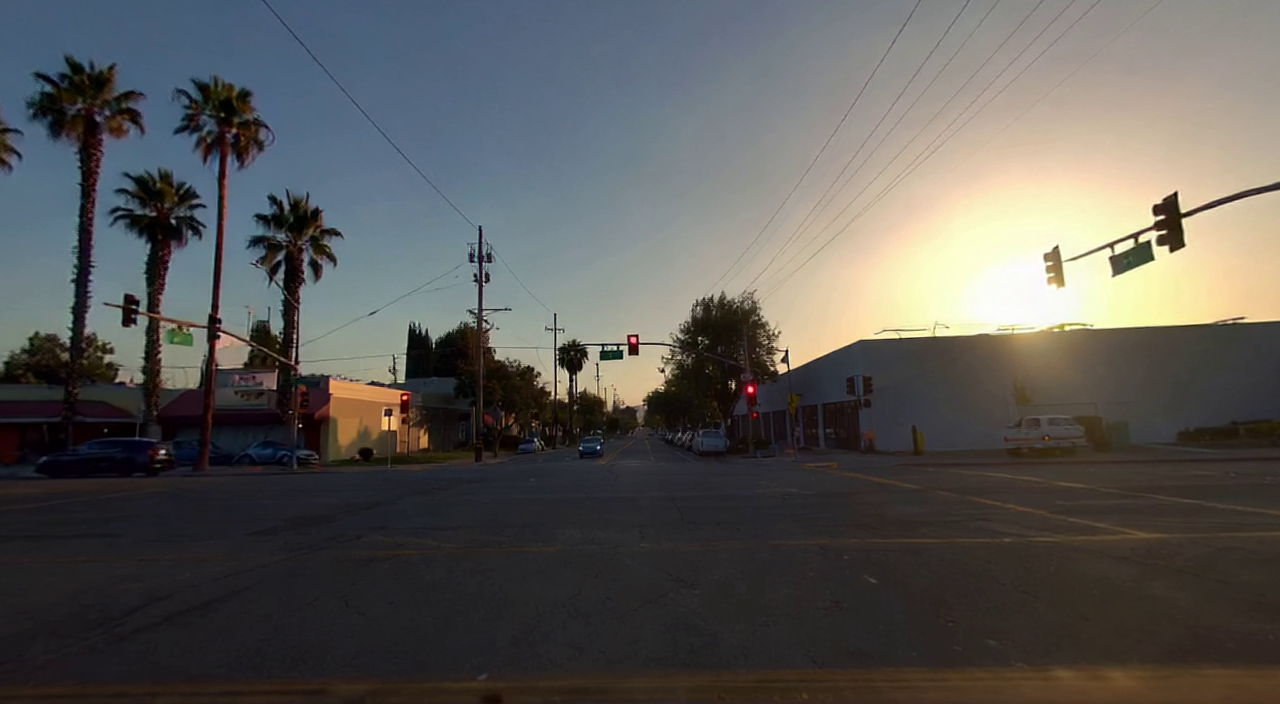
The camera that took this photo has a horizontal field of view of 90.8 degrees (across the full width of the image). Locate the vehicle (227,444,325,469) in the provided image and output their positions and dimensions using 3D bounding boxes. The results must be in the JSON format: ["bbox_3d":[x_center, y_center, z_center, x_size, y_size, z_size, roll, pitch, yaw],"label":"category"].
[{"bbox_3d":[-22.303,6.421,38.826,4.849,1.444,1.881,0,-8,1],"label":"vehicle"}]

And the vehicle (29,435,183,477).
[{"bbox_3d":[-24.153,4.717,28.762,4.837,1.819,2.041,1,-9,-9],"label":"vehicle"}]

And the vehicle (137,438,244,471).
[{"bbox_3d":[-25.869,5.918,36.473,4.613,1.820,2.021,-1,-9,3],"label":"vehicle"}]

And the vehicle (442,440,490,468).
[{"bbox_3d":[-11.968,7.001,43.716,2.016,1.717,4.287,-2,-7,1],"label":"vehicle"}]
